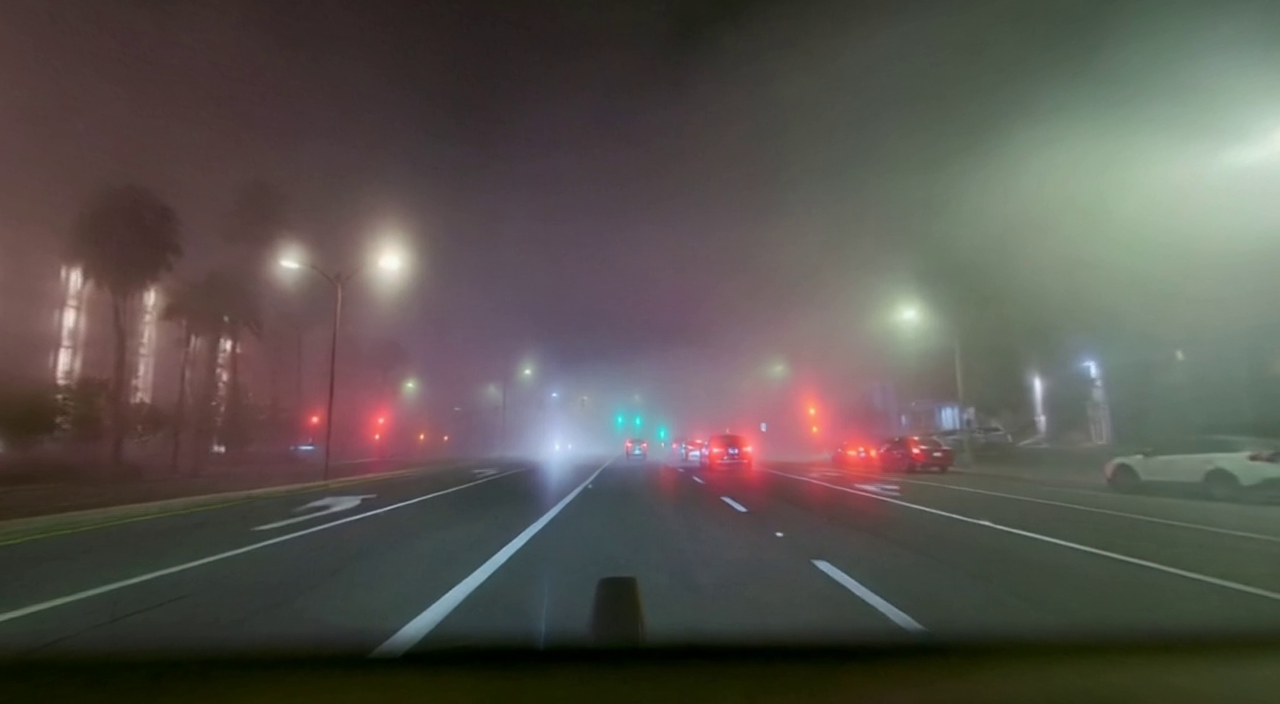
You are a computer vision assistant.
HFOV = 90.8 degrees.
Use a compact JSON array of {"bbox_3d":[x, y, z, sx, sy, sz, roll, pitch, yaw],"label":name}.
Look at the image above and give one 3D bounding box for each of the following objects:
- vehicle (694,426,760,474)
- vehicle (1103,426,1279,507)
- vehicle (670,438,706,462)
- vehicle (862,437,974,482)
[{"bbox_3d":[3.745,4.331,28.065,2.104,1.910,4.693,0,-9,-2],"label":"vehicle"},{"bbox_3d":[13.725,2.592,14.608,2.009,1.600,4.960,0,-9,-4],"label":"vehicle"},{"bbox_3d":[3.205,6.684,43.001,2.010,1.509,4.377,0,-9,-2],"label":"vehicle"},{"bbox_3d":[9.991,3.899,23.124,1.871,1.465,4.395,0,-9,-3],"label":"vehicle"}]
